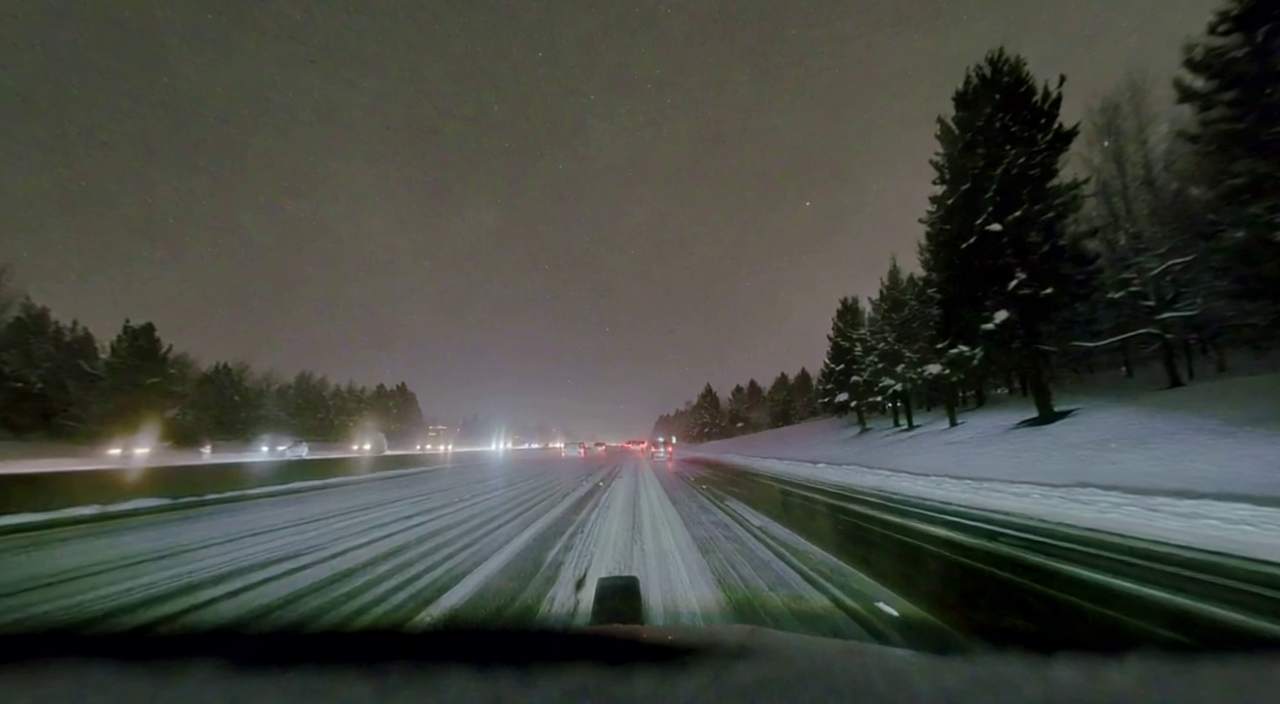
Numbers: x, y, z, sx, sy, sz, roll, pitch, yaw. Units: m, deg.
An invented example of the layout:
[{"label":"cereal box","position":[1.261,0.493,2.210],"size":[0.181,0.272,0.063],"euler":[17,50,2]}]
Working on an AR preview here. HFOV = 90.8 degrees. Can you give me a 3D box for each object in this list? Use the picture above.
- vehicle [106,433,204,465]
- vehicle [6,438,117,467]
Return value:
[{"label":"vehicle","position":[-27.732,5.559,36.311],"size":[2.011,1.727,4.577],"euler":[0,-8,0]},{"label":"vehicle","position":[-31.613,5.491,34.699],"size":[1.815,1.456,4.508],"euler":[0,-8,0]}]
